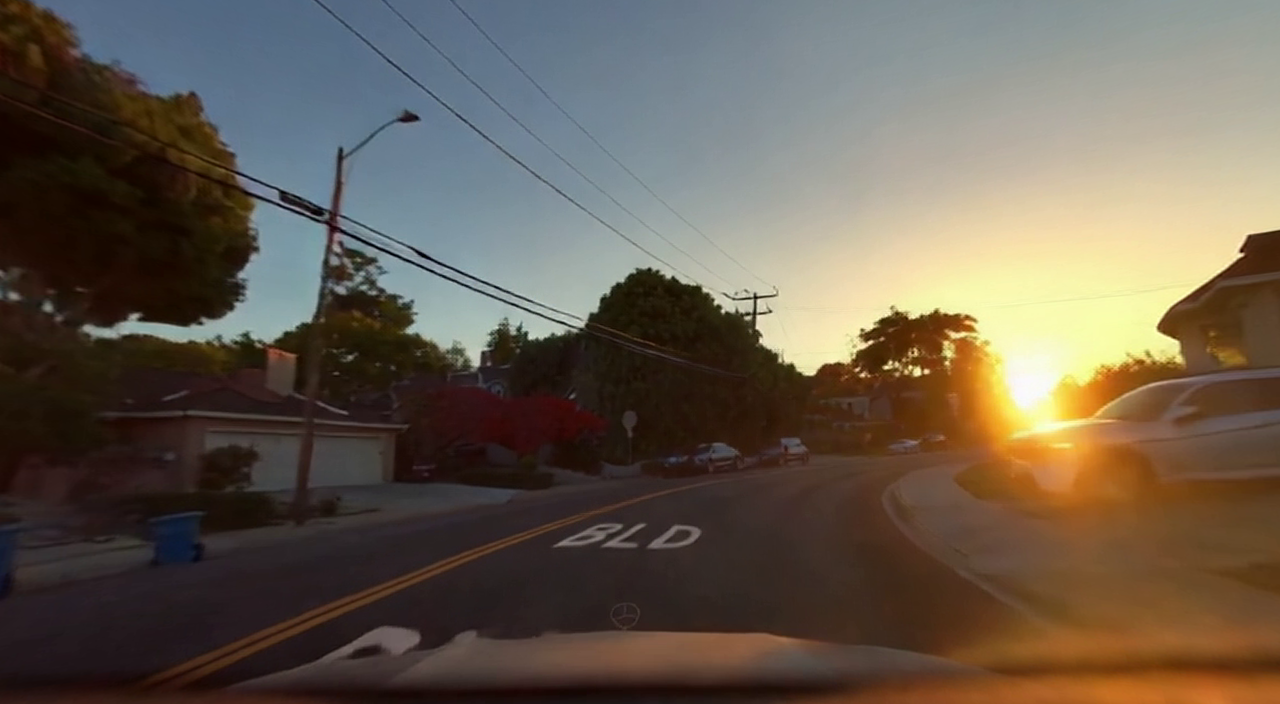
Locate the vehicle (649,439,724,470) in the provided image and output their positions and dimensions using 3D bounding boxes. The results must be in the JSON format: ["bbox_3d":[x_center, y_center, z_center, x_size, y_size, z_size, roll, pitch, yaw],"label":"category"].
[{"bbox_3d":[2.892,6.539,40.486,2.155,1.802,4.758,7,-11,-36],"label":"vehicle"}]

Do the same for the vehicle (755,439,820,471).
[{"bbox_3d":[9.066,6.344,38.631,2.056,1.726,4.463,-10,-15,37],"label":"vehicle"}]

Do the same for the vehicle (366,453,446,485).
[{"bbox_3d":[-11.899,5.902,32.103,3.697,1.489,1.842,-5,-10,32],"label":"vehicle"}]

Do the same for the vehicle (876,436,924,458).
[{"bbox_3d":[20.550,7.482,49.831,4.110,1.539,1.971,11,-13,-44],"label":"vehicle"}]

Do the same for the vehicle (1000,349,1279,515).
[{"bbox_3d":[8.102,1.110,8.705,5.011,2.014,2.056,-2,-9,17],"label":"vehicle"}]
